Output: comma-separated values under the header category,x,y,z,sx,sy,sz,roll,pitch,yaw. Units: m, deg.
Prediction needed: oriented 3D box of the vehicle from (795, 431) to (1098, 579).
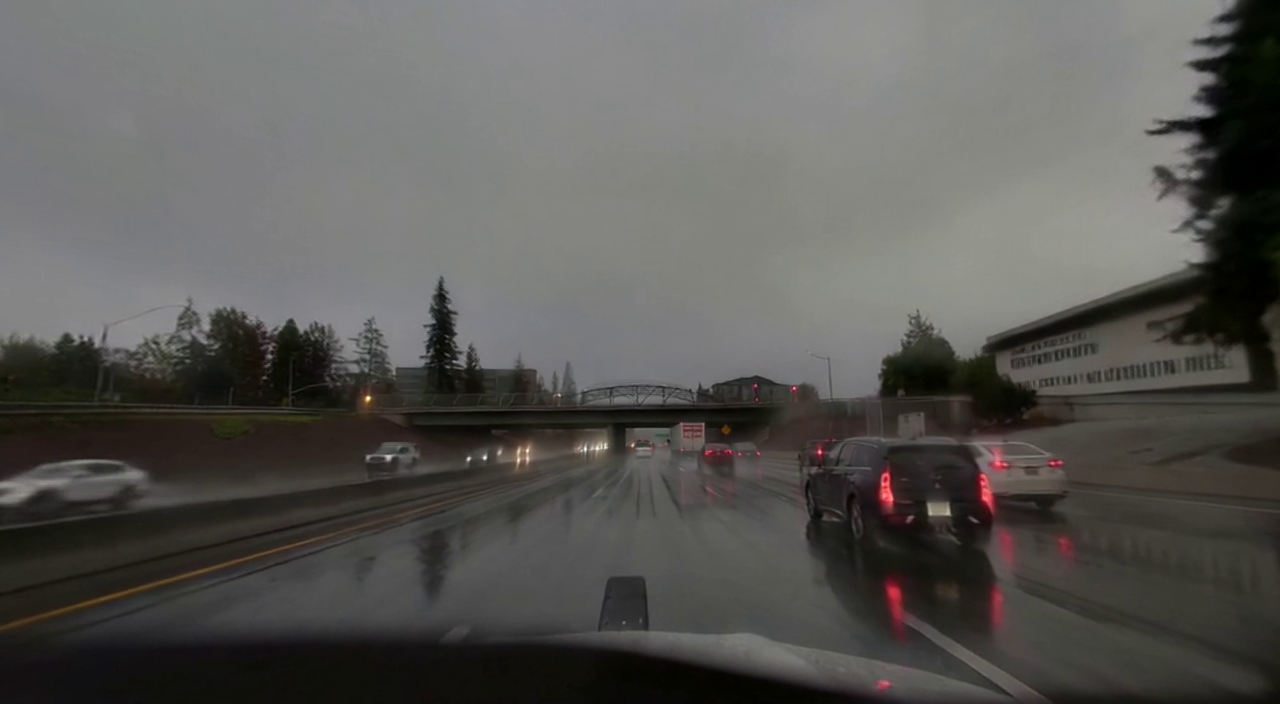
category,x,y,z,sx,sy,sz,roll,pitch,yaw
vehicle,3.665,1.885,8.682,1.902,1.481,4.451,0,-8,0

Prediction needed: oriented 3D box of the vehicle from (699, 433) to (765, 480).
category,x,y,z,sx,sy,sz,roll,pitch,yaw
vehicle,3.906,4.533,27.674,2.086,1.858,4.737,0,-8,-1

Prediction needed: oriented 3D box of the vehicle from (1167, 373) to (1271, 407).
category,x,y,z,sx,sy,sz,roll,pitch,yaw
vehicle,35.800,2.418,39.172,2.024,1.757,4.696,-1,-8,1

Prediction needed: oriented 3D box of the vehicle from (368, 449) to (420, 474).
category,x,y,z,sx,sy,sz,roll,pitch,yaw
vehicle,-18.243,8.131,47.040,2.027,1.666,4.508,0,-8,1
